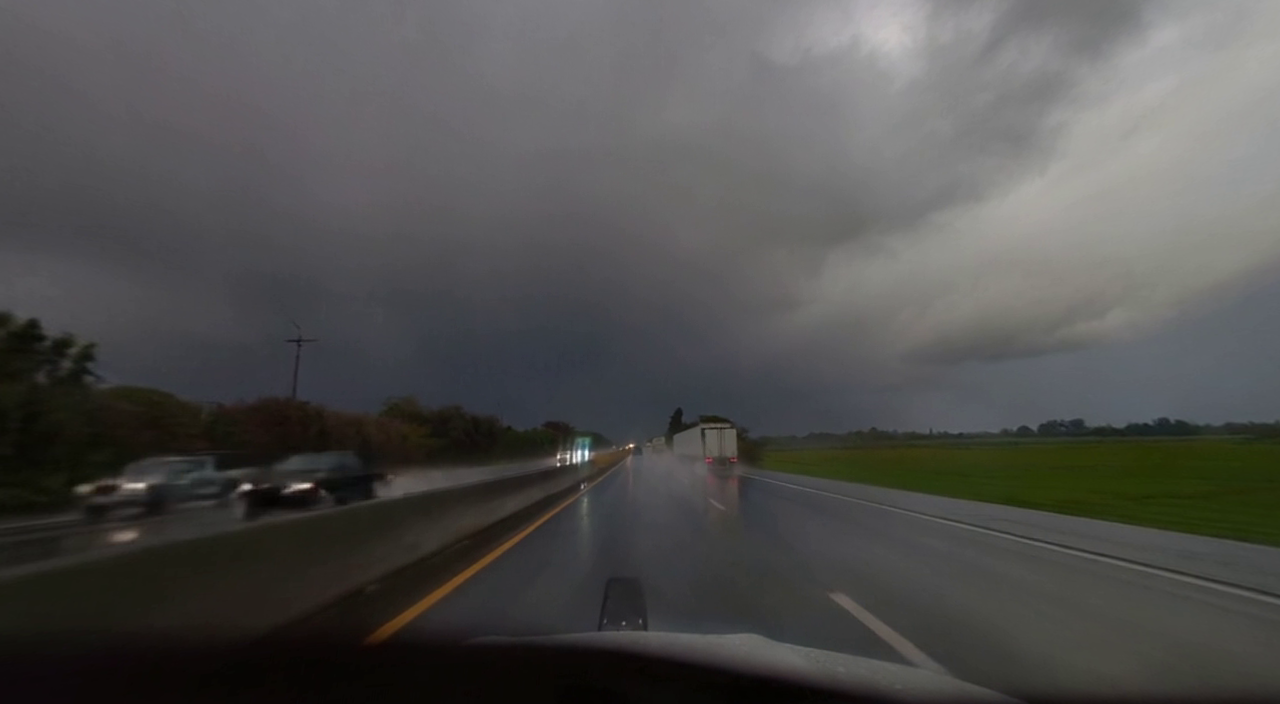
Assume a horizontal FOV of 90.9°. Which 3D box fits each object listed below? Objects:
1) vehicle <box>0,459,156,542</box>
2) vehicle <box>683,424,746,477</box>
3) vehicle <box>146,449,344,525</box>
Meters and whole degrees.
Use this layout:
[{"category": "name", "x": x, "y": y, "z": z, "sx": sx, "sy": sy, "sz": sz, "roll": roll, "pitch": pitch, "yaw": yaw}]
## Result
[{"category": "vehicle", "x": -12.573, "y": 2.989, "z": 13.114, "sx": 1.841, "sy": 1.447, "sz": 3.943, "roll": 0, "pitch": -9, "yaw": 0}, {"category": "vehicle", "x": 3.854, "y": 5.269, "z": 33.832, "sx": 2.472, "sy": 2.562, "sz": 5.594, "roll": 0, "pitch": -9, "yaw": -2}, {"category": "vehicle", "x": -9.101, "y": 3.103, "z": 15.067, "sx": 1.989, "sy": 1.540, "sz": 4.178, "roll": 0, "pitch": -9, "yaw": 0}]
